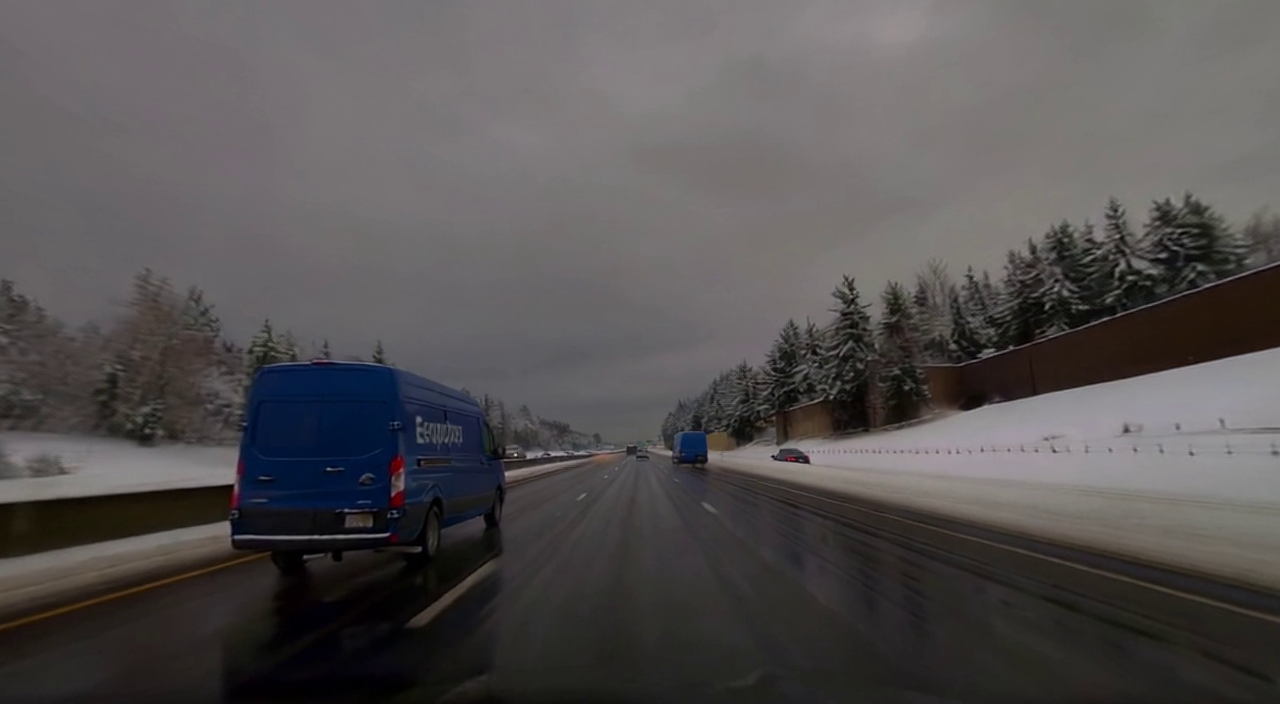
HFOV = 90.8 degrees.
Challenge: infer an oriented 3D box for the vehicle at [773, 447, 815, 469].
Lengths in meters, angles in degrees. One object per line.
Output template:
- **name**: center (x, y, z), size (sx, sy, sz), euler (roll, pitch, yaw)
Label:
- **vehicle**: center (11.114, 7.652, 45.692), size (1.870, 1.497, 3.886), euler (0, -9, -2)

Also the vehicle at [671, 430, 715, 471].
- **vehicle**: center (3.554, 6.791, 43.436), size (2.373, 2.561, 5.922), euler (0, -9, -1)

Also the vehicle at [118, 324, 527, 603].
- **vehicle**: center (-3.410, 1.471, 8.884), size (2.409, 2.523, 6.275), euler (0, -9, 0)
